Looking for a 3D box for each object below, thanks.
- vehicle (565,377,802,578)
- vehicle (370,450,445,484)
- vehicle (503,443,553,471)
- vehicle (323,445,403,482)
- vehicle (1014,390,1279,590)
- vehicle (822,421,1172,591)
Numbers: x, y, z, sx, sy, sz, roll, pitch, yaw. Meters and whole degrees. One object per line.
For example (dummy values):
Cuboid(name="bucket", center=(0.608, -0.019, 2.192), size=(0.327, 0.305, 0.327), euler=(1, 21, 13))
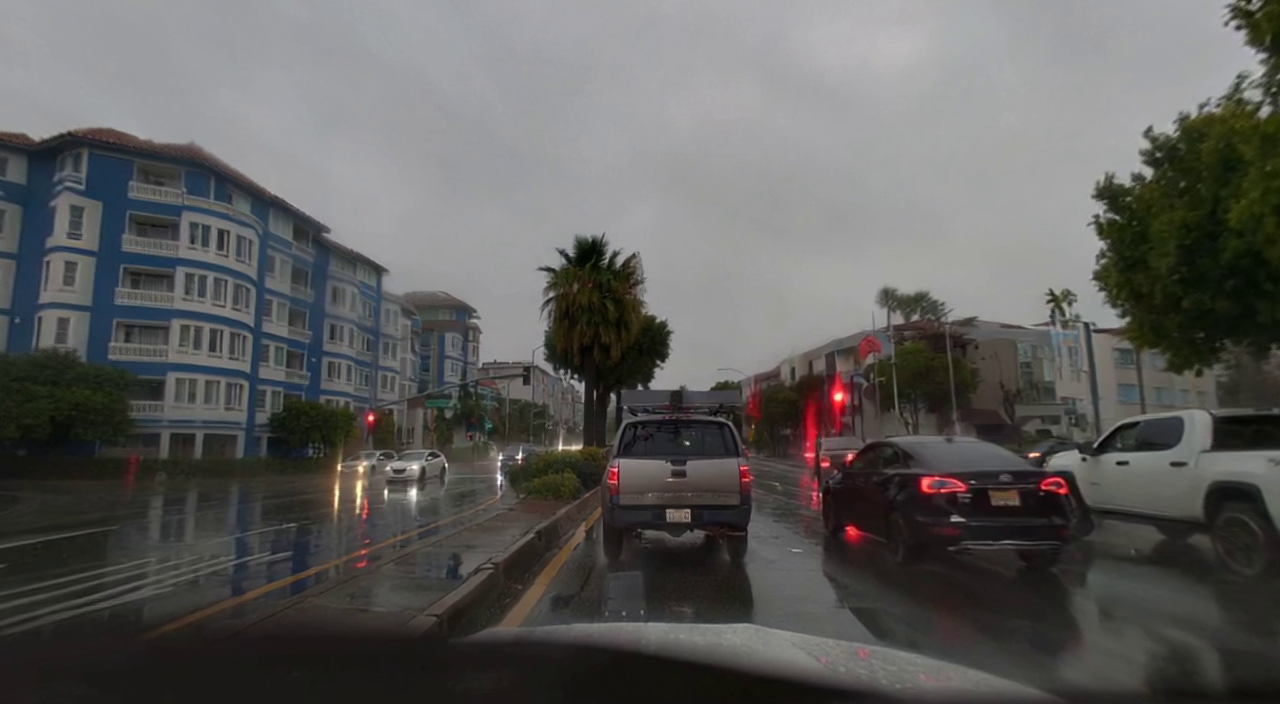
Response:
Cuboid(name="vehicle", center=(0.507, 1.731, 9.454), size=(2.487, 2.115, 5.444), euler=(0, -9, 1))
Cuboid(name="vehicle", center=(-11.337, 5.613, 31.127), size=(2.031, 1.534, 4.079), euler=(-1, -9, 2))
Cuboid(name="vehicle", center=(-7.476, 7.052, 42.506), size=(2.268, 1.733, 4.821), euler=(-1, -9, 3))
Cuboid(name="vehicle", center=(-14.810, 5.971, 34.075), size=(2.061, 1.804, 4.671), euler=(-1, -9, 2))
Cuboid(name="vehicle", center=(7.476, 1.624, 7.935), size=(2.215, 1.973, 5.323), euler=(0, -9, 0))
Cuboid(name="vehicle", center=(3.982, 1.773, 8.092), size=(2.072, 1.595, 4.124), euler=(0, -9, 1))
